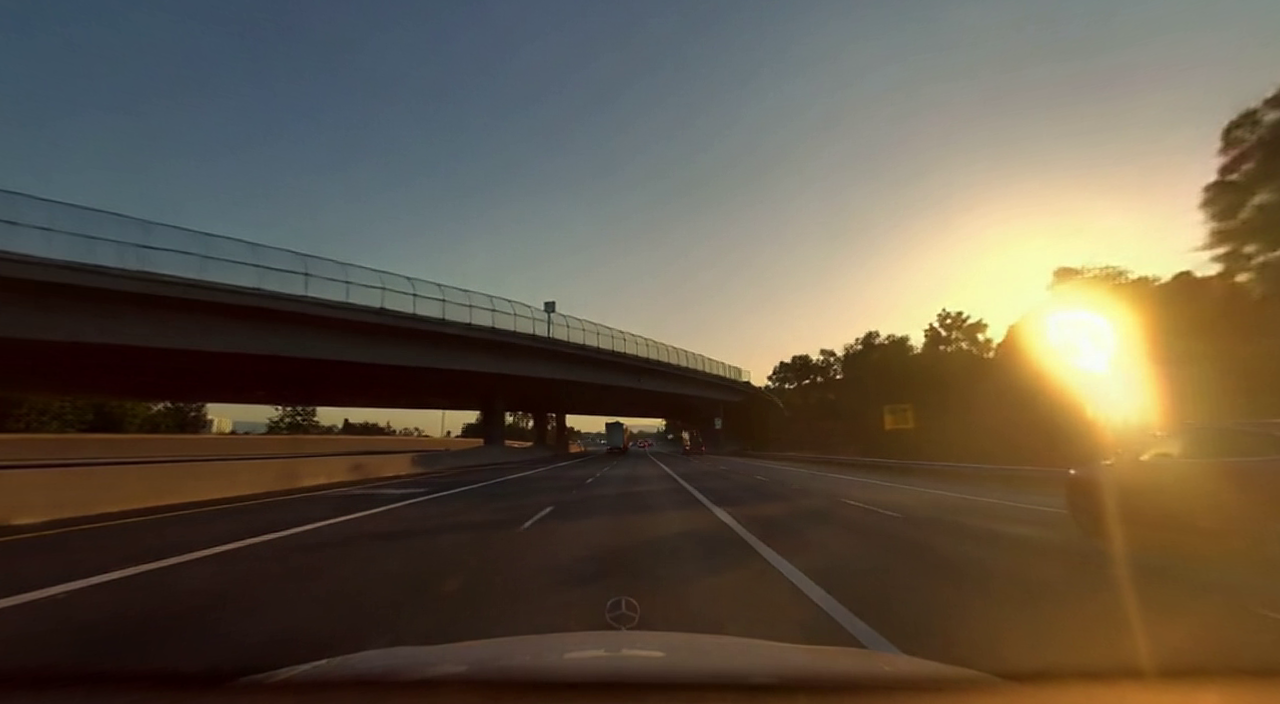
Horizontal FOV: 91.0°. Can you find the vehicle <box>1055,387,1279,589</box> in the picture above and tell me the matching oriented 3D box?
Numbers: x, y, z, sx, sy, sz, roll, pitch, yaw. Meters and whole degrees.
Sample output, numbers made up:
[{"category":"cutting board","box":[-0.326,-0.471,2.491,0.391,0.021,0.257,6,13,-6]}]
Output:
[{"category":"vehicle","box":[6.721,1.295,6.191,2.096,1.767,4.601,0,-9,0]}]
